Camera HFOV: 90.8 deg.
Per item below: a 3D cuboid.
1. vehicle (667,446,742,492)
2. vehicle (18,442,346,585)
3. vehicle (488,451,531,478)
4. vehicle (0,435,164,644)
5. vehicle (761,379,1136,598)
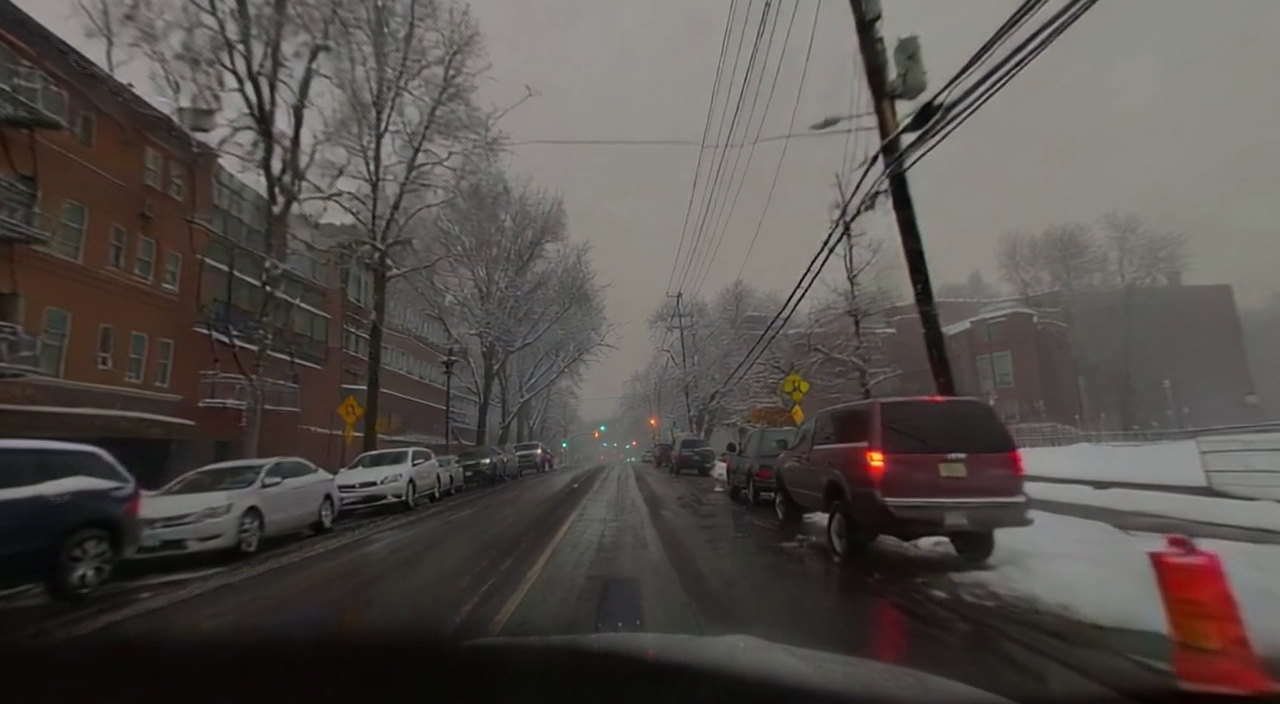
[{"bbox_3d":[2.238,4.240,23.368,2.010,1.499,4.754,0,-8,-3],"label":"vehicle"},{"bbox_3d":[-6.585,2.285,9.938,1.971,1.697,4.450,0,-8,-3],"label":"vehicle"},{"bbox_3d":[-7.853,6.800,38.485,1.968,1.450,4.271,0,-8,-4],"label":"vehicle"},{"bbox_3d":[-6.224,1.507,4.944,1.996,1.695,4.127,1,-8,-5],"label":"vehicle"},{"bbox_3d":[3.084,1.673,7.684,1.994,1.857,4.393,1,-13,-5],"label":"vehicle"}]
